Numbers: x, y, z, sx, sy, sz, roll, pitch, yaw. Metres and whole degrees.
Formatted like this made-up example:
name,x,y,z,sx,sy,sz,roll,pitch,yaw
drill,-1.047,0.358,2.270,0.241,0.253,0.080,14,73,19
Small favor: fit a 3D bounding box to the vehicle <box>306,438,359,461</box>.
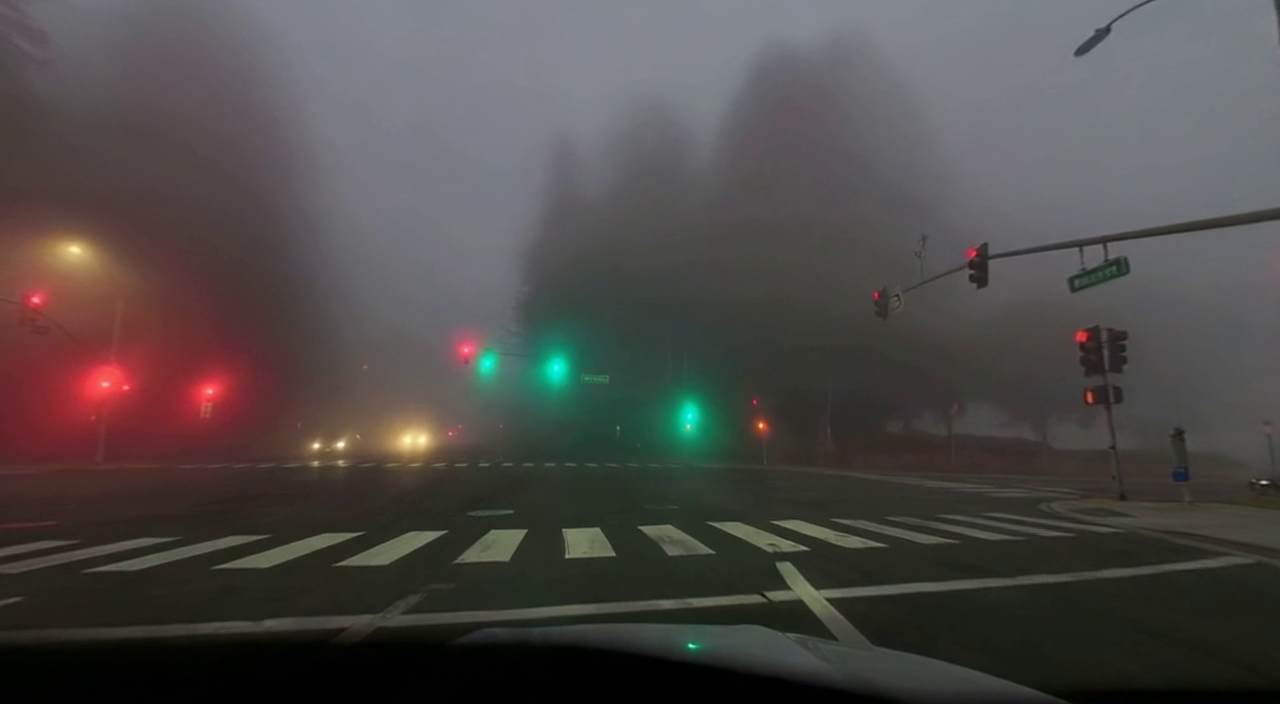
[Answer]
name,x,y,z,sx,sy,sz,roll,pitch,yaw
vehicle,-20.808,6.614,42.980,1.918,1.432,4.433,1,-9,-8
